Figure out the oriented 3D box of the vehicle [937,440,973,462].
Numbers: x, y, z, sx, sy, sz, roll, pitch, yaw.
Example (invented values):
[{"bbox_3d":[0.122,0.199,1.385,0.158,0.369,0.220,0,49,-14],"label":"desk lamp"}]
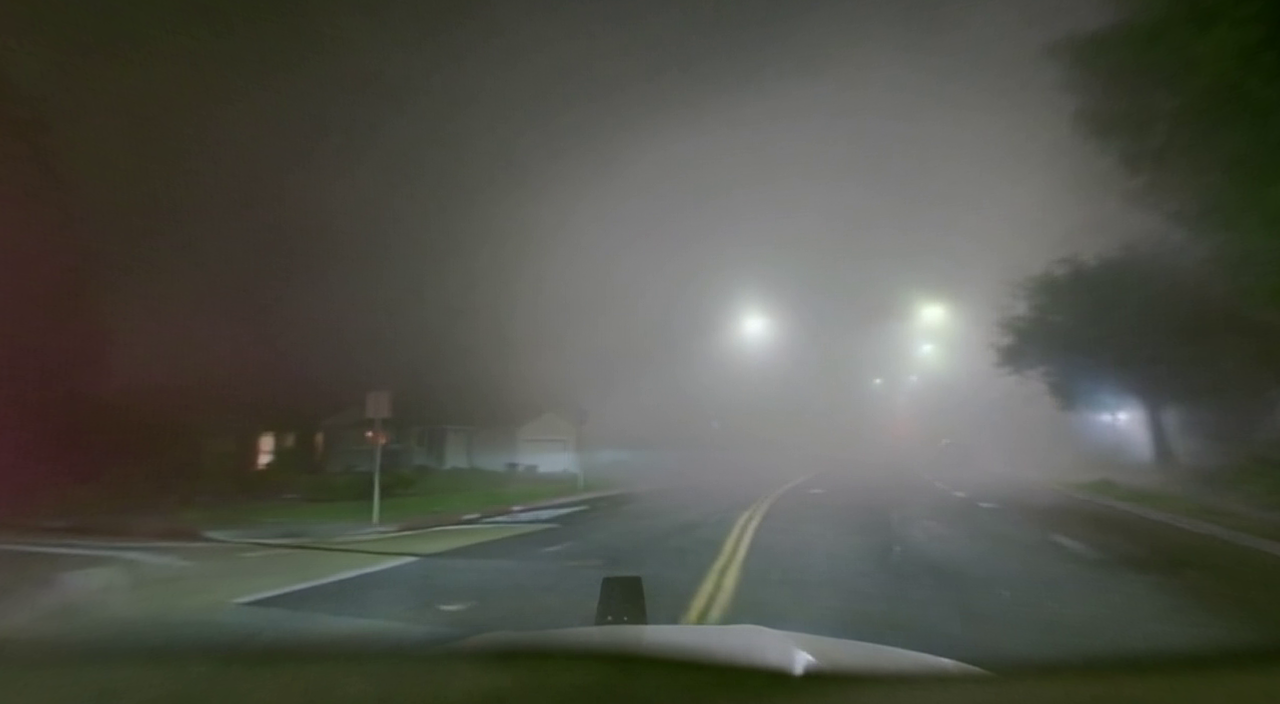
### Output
[{"bbox_3d":[23.580,7.397,47.234,1.970,1.530,3.685,-3,-9,21],"label":"vehicle"}]
